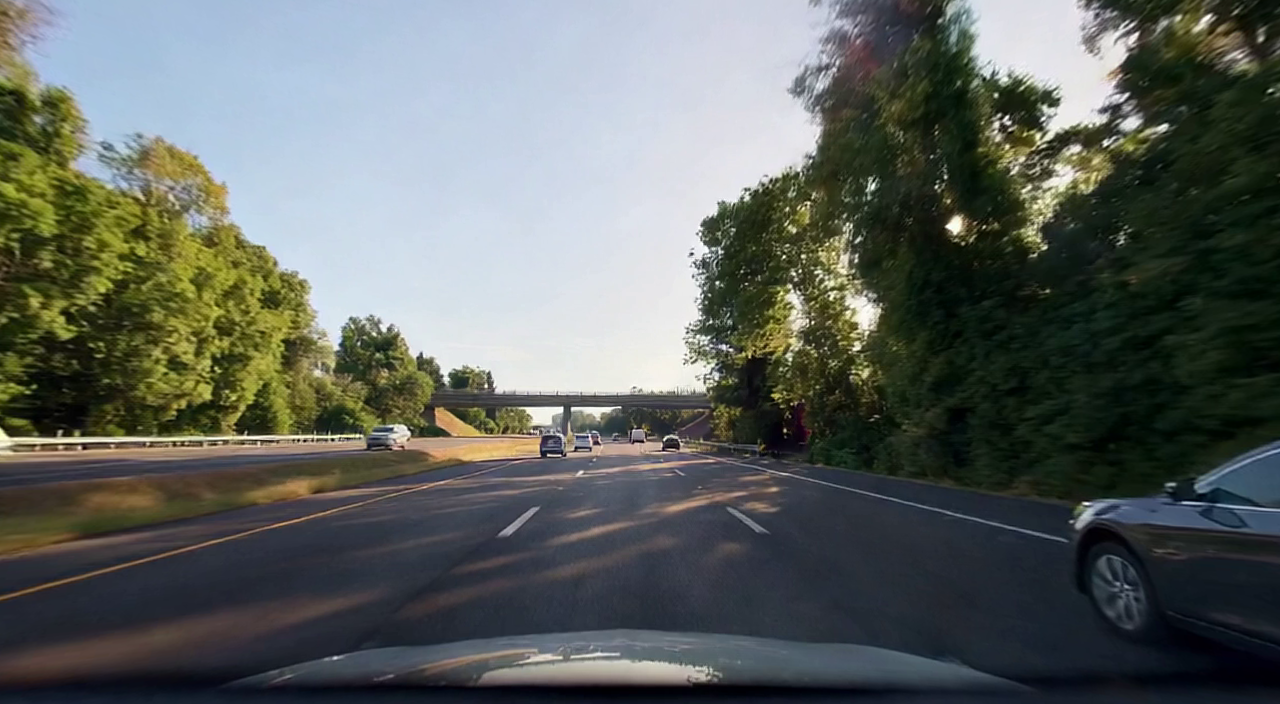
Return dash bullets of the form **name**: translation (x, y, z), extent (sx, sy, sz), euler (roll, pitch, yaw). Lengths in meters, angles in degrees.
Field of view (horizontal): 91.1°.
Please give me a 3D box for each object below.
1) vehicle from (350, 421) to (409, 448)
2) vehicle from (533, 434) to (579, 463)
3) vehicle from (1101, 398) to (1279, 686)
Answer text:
- **vehicle**: translation (-14.281, 4.544, 34.677), extent (1.719, 1.416, 3.751), euler (0, -8, -2)
- **vehicle**: translation (-4.369, 5.071, 33.229), extent (1.966, 1.460, 3.519), euler (0, -8, -1)
- **vehicle**: translation (4.448, 0.941, 2.746), extent (1.956, 1.546, 3.763), euler (0, -8, -1)
